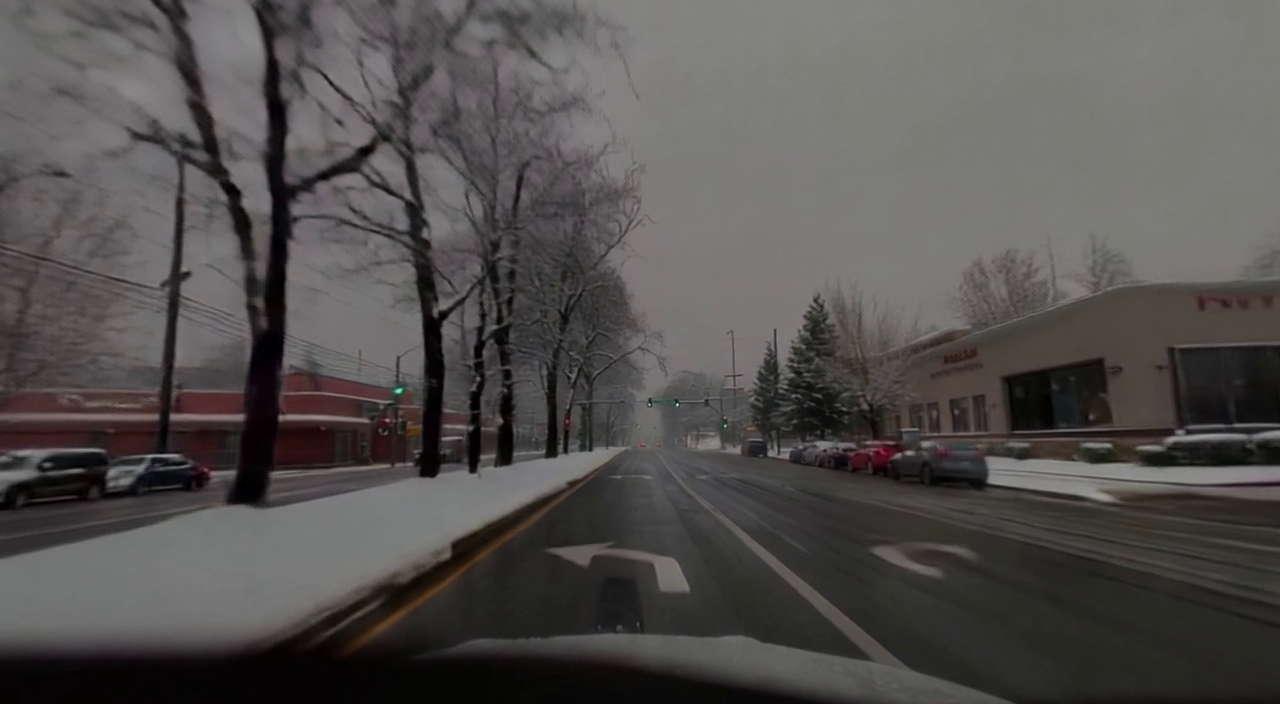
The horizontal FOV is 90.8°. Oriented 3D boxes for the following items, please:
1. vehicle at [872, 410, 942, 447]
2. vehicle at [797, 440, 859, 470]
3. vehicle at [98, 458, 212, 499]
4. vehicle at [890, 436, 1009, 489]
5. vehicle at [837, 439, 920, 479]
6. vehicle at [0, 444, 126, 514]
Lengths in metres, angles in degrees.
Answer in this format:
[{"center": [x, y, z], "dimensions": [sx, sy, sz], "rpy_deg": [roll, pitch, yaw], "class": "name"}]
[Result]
[{"center": [19.235, 5.650, 45.917], "dimensions": [2.179, 2.441, 5.974], "rpy_deg": [-2, -8, -2], "class": "vehicle"}, {"center": [10.060, 5.551, 34.196], "dimensions": [1.926, 1.464, 4.436], "rpy_deg": [0, -9, -1], "class": "vehicle"}, {"center": [-19.470, 5.080, 25.592], "dimensions": [1.664, 1.443, 3.701], "rpy_deg": [-1, -9, 0], "class": "vehicle"}, {"center": [10.105, 3.635, 21.013], "dimensions": [1.901, 1.586, 3.903], "rpy_deg": [0, -9, 0], "class": "vehicle"}, {"center": [9.836, 4.440, 26.428], "dimensions": [1.726, 1.486, 4.394], "rpy_deg": [0, -9, -1], "class": "vehicle"}, {"center": [-19.436, 4.036, 20.264], "dimensions": [1.954, 2.000, 4.687], "rpy_deg": [-3, -9, -1], "class": "vehicle"}]
